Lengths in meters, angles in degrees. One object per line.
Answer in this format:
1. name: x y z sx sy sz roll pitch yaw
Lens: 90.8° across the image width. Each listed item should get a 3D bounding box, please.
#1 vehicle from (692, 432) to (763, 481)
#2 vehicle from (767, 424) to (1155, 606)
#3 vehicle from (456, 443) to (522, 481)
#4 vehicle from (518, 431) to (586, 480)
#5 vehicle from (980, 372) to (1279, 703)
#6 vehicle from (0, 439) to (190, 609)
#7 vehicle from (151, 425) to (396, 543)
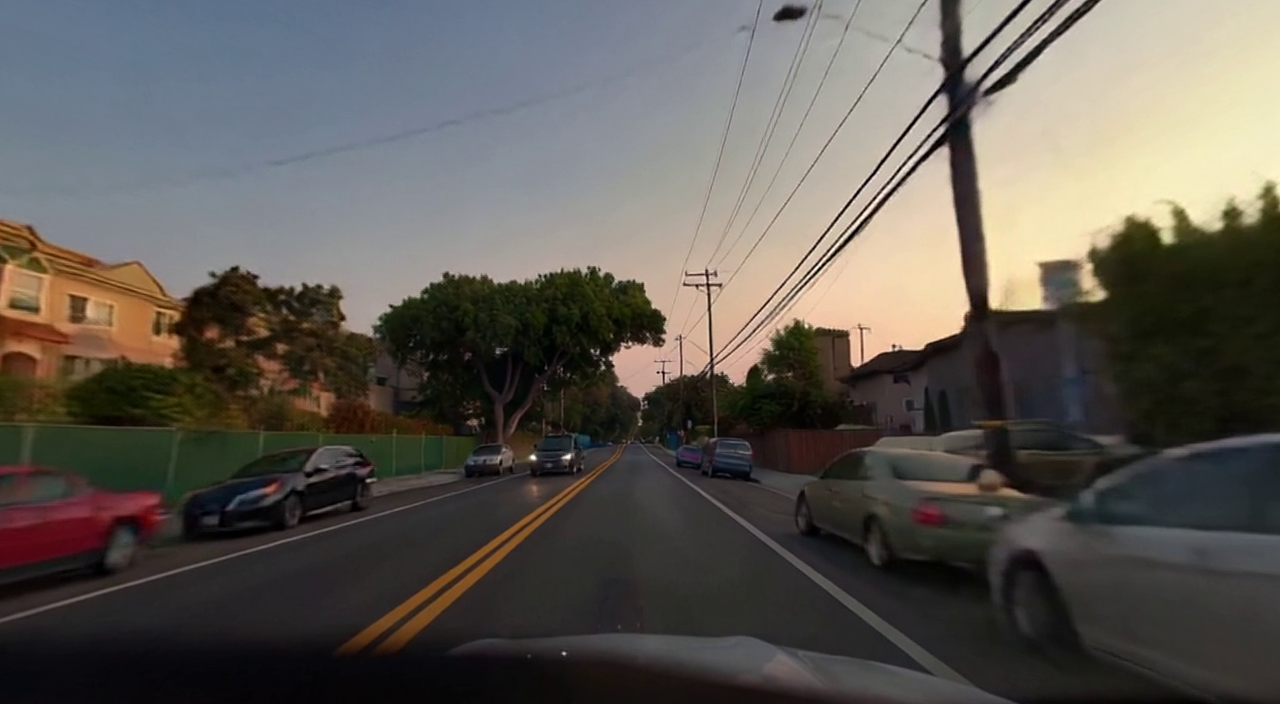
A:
1. vehicle: 3.352 4.116 25.148 2.031 1.762 4.749 0 -8 -2
2. vehicle: 3.179 1.715 7.780 2.129 1.490 4.937 0 -8 -1
3. vehicle: -6.907 5.060 29.396 1.843 1.589 4.416 0 -9 1
4. vehicle: -3.611 4.361 26.852 2.210 1.838 4.854 0 -8 0
5. vehicle: 3.228 0.857 2.091 1.826 1.614 4.241 0 -8 0
6. vehicle: -6.663 1.585 5.847 1.866 1.487 4.416 -1 -8 -2
7. vehicle: -6.711 2.390 12.382 2.014 1.817 4.639 -1 -7 0
